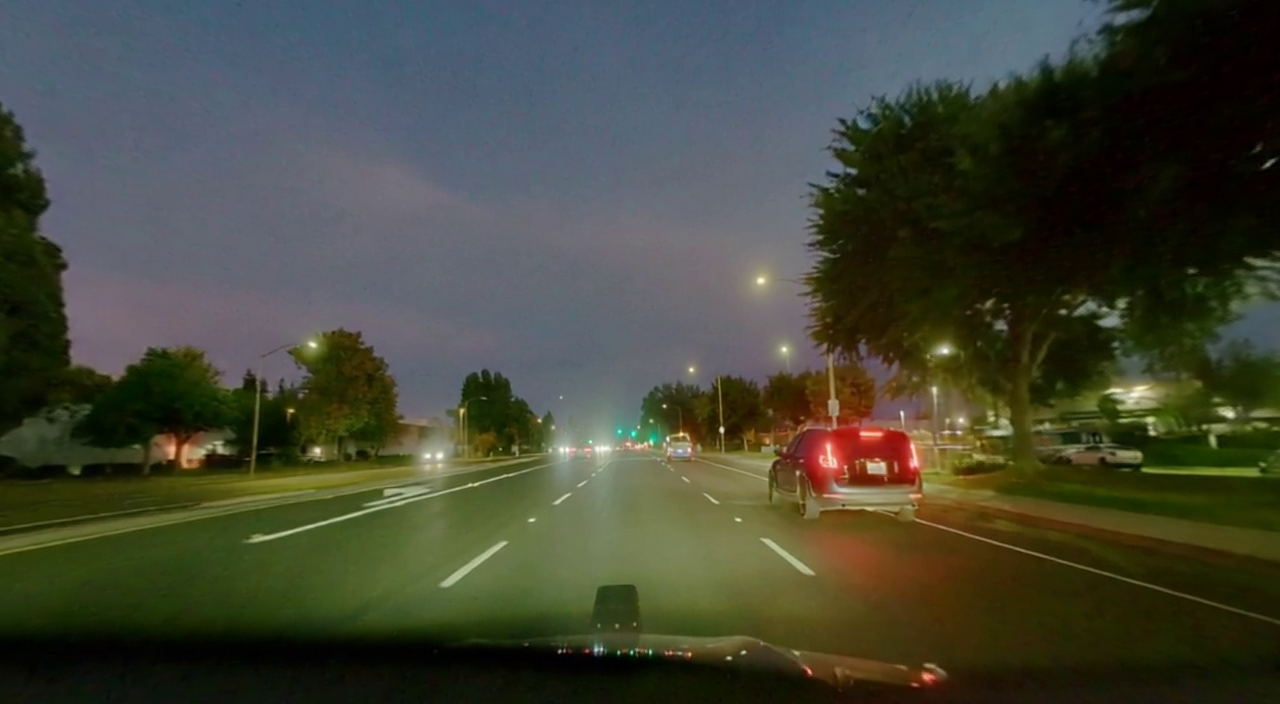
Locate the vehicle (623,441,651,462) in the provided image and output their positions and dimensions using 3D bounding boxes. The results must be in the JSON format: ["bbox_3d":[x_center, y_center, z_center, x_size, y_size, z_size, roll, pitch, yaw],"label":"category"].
[{"bbox_3d":[-0.247,7.502,47.832,2.074,1.463,4.016,0,-8,-1],"label":"vehicle"}]

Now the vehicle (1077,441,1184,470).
[{"bbox_3d":[28.073,5.923,36.267,4.413,1.580,2.028,0,-8,2],"label":"vehicle"}]

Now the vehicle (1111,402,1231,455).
[{"bbox_3d":[36.893,5.369,43.973,5.871,3.300,2.842,-1,-10,-10],"label":"vehicle"}]

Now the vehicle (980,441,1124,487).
[{"bbox_3d":[16.379,4.453,25.290,4.407,1.494,1.799,-3,-8,0],"label":"vehicle"}]

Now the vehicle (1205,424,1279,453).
[{"bbox_3d":[43.686,6.173,44.992,5.684,1.930,2.025,2,-8,-13],"label":"vehicle"}]

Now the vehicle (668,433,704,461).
[{"bbox_3d":[3.402,7.123,47.456,2.197,2.034,4.667,1,-8,-2],"label":"vehicle"}]

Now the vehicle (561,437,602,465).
[{"bbox_3d":[-3.920,6.759,43.403,2.220,1.793,4.885,0,-8,1],"label":"vehicle"}]

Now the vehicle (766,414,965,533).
[{"bbox_3d":[3.899,2.177,11.907,2.060,1.816,4.343,0,-8,-1],"label":"vehicle"}]
